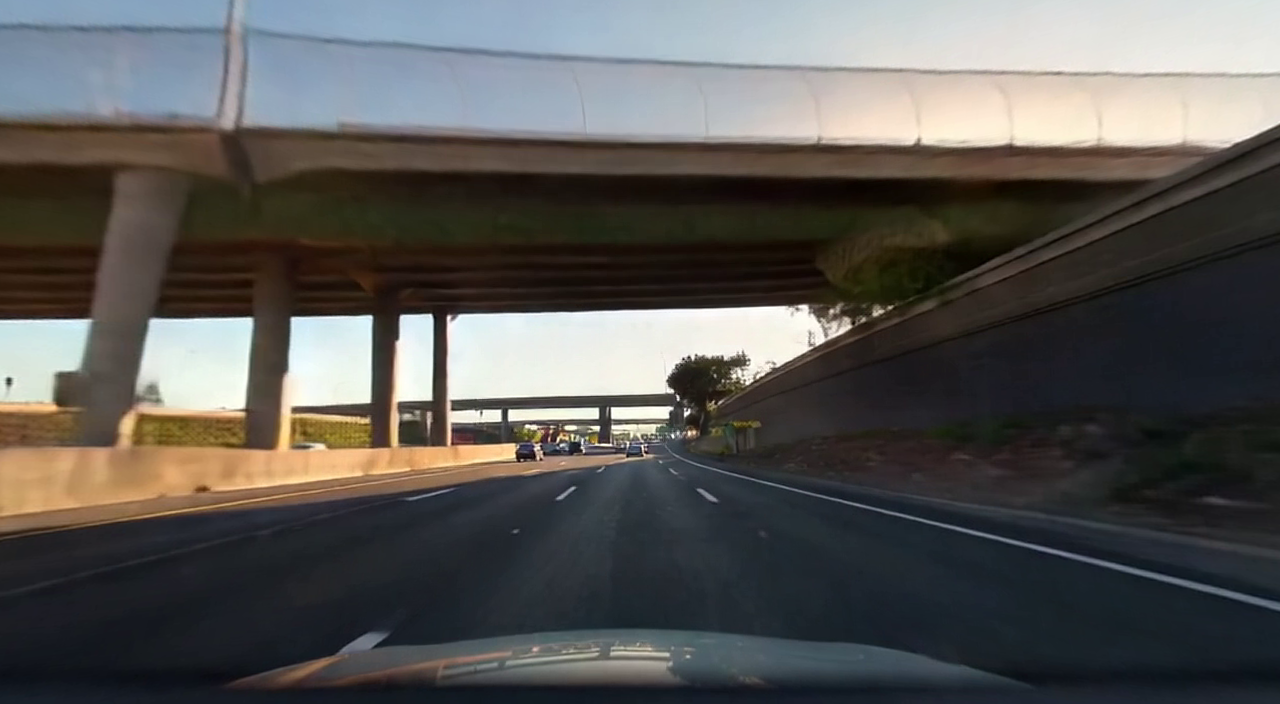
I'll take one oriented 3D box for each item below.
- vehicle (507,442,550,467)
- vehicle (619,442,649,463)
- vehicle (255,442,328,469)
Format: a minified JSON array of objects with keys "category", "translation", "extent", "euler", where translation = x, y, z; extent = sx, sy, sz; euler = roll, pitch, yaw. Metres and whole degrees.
[{"category":"vehicle","translation":[-7.299,6.740,41.806],"extent":[1.994,1.487,4.605],"euler":[0,-8,0]},{"category":"vehicle","translation":[-0.507,7.435,46.805],"extent":[2.086,1.472,4.168],"euler":[0,-8,-2]},{"category":"vehicle","translation":[-25.448,7.556,46.471],"extent":[2.166,1.769,5.672],"euler":[0,-8,0]}]
